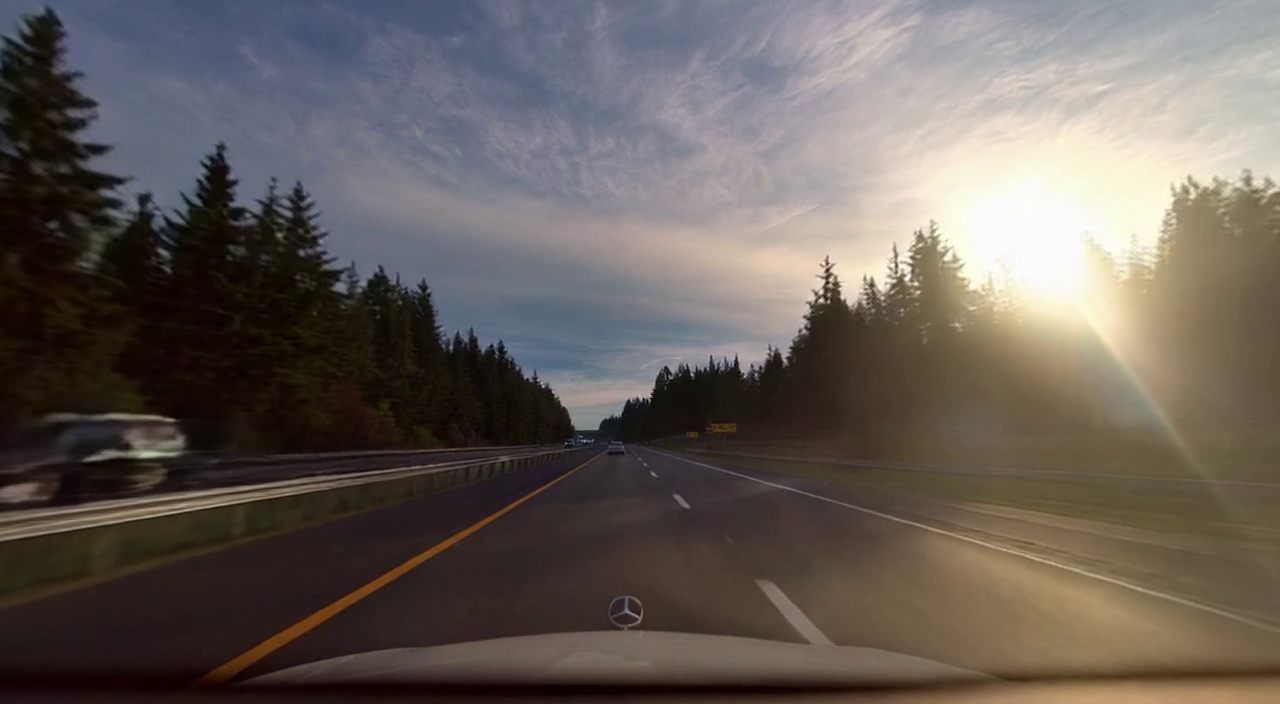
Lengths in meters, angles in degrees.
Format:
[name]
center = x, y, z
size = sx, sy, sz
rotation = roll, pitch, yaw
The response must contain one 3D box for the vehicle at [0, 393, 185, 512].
[vehicle]
center = -10.483, 1.670, 10.521
size = 1.991, 1.748, 5.095
rotation = 0, -8, -1
